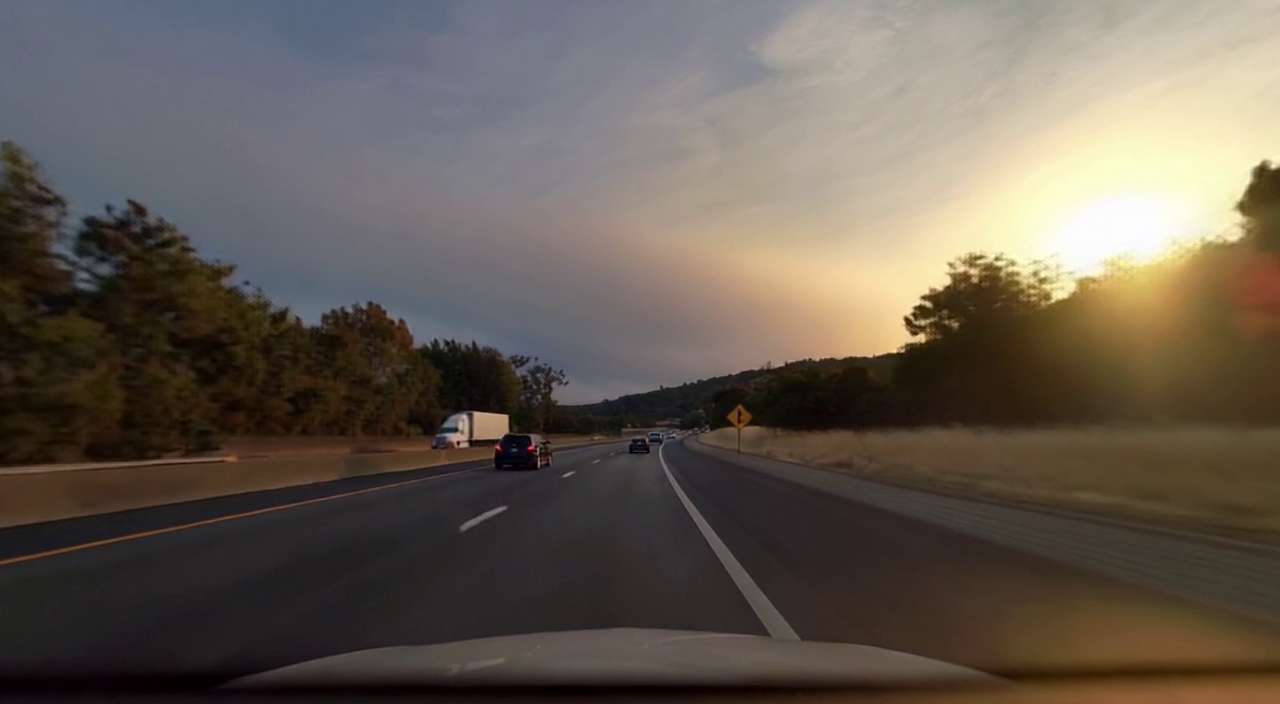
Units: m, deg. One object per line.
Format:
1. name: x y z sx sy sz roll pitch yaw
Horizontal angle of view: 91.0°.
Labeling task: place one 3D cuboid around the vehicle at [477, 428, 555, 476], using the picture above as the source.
1. vehicle: -4.646 3.832 24.270 2.075 1.653 4.317 -1 -8 1

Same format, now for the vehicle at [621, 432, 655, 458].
1. vehicle: -0.158 6.225 42.194 2.146 1.636 4.026 0 -8 0
